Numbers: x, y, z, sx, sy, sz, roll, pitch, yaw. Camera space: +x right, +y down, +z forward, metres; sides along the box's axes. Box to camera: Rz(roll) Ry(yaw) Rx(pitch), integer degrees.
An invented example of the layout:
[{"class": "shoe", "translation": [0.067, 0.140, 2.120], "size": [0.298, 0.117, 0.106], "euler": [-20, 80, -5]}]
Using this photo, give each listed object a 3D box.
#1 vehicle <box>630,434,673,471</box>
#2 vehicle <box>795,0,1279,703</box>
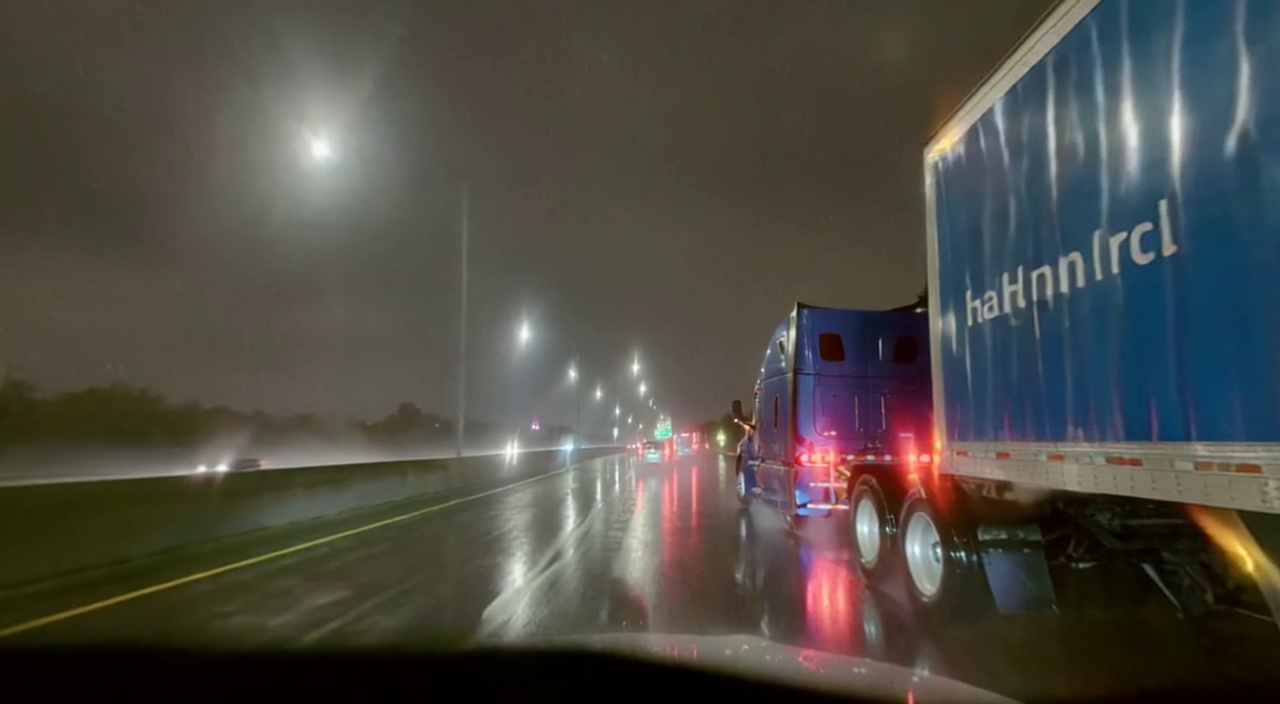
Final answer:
[{"class": "vehicle", "translation": [0.619, 5.513, 34.744], "size": [2.205, 1.860, 4.301], "euler": [0, -8, 1]}, {"class": "vehicle", "translation": [4.078, -0.450, 2.501], "size": [3.019, 4.145, 16.453], "euler": [0, -8, 1]}]
